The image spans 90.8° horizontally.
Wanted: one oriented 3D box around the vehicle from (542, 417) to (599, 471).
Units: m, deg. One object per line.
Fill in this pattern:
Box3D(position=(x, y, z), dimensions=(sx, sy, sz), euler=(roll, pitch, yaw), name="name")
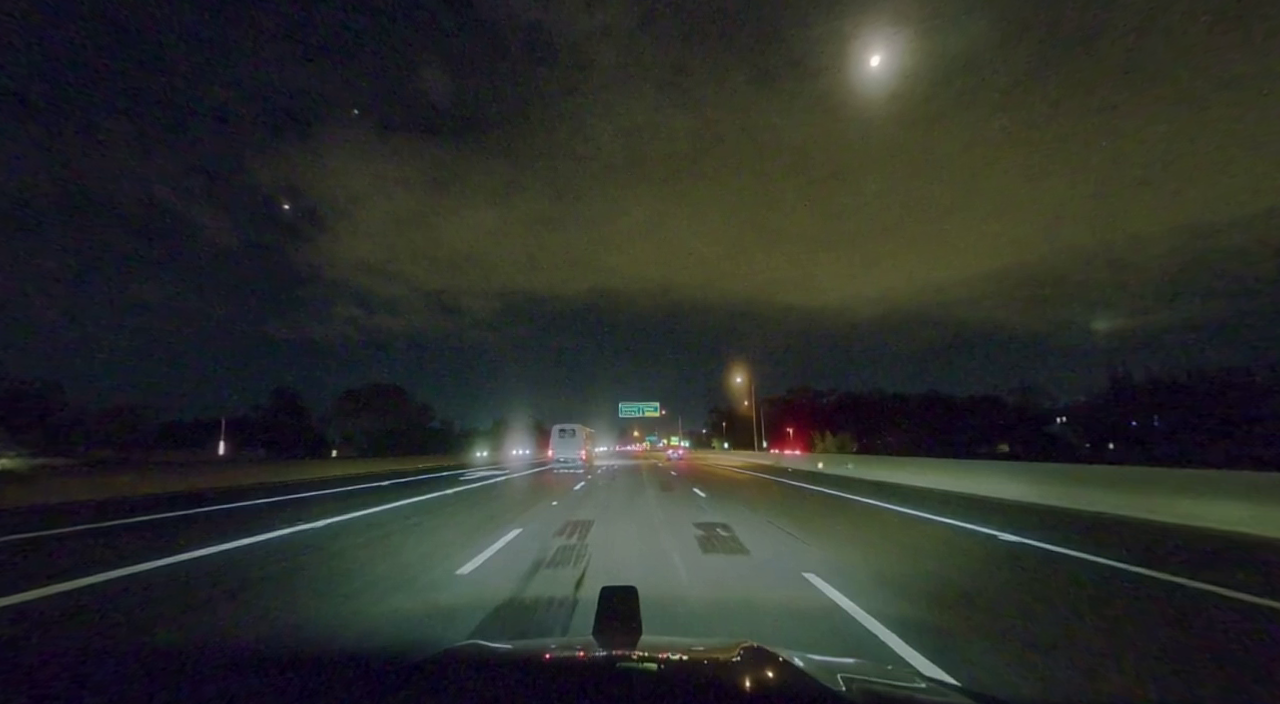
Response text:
Box3D(position=(-4.085, 5.637, 38.569), dimensions=(2.881, 2.937, 7.045), euler=(0, -9, -2), name="vehicle")
